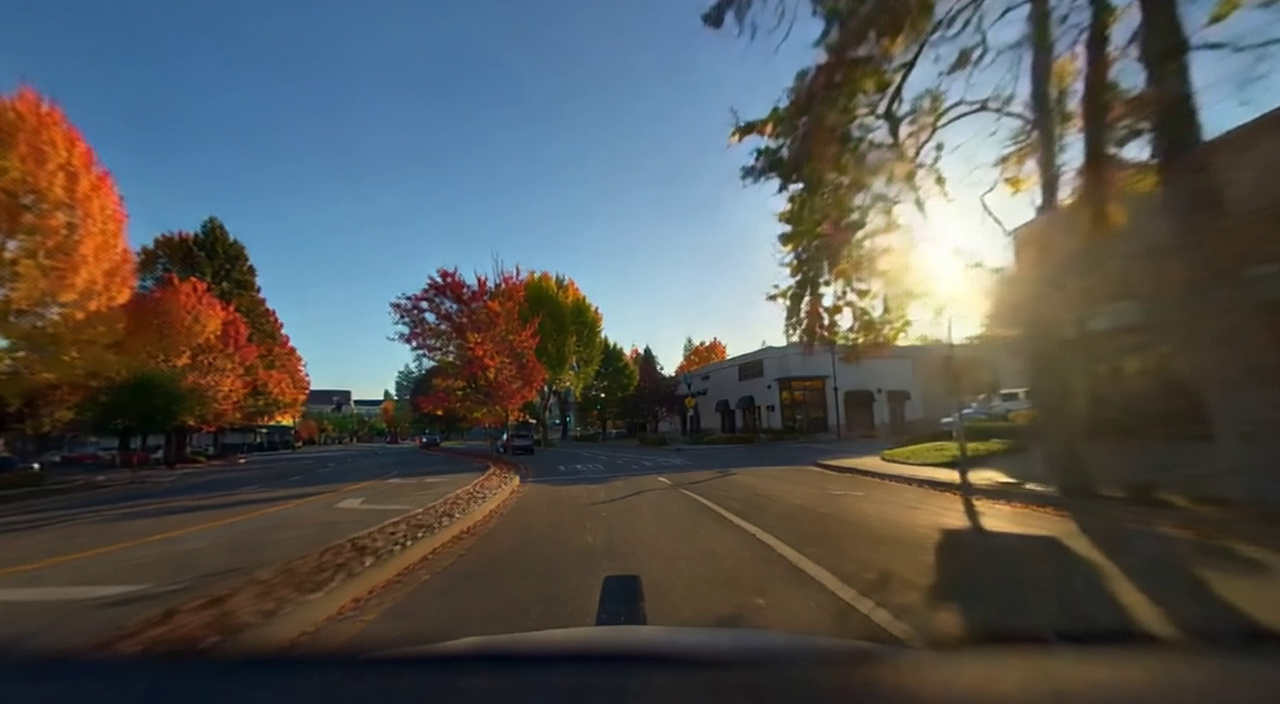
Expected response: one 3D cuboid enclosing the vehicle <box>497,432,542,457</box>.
[{"bbox_3d":[-7.879,5.993,40.953,2.018,1.512,4.304,3,-8,-22],"label":"vehicle"}]
